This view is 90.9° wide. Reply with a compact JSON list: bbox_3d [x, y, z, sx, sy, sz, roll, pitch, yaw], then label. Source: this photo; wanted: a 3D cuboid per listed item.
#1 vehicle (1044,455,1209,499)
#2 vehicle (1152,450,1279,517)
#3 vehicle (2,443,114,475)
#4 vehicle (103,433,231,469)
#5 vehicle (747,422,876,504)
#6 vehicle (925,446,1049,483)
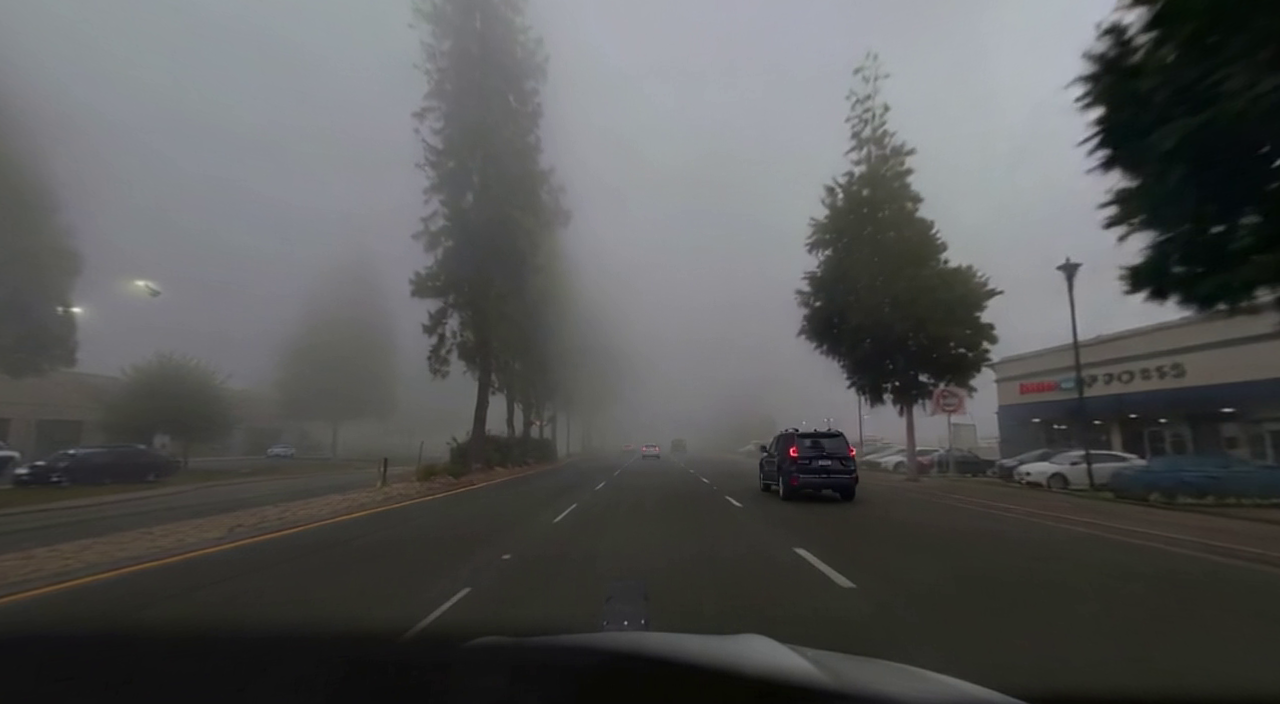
[{"bbox_3d":[17.731,4.557,23.135,4.370,1.488,1.970,0,-8,-1],"label":"vehicle"},{"bbox_3d":[17.646,3.666,17.820,4.433,1.729,2.033,-1,-8,3],"label":"vehicle"},{"bbox_3d":[-31.114,5.713,33.869,1.886,1.606,4.230,0,-8,1],"label":"vehicle"},{"bbox_3d":[-28.268,5.960,38.098,2.344,1.946,6.771,-1,-8,2],"label":"vehicle"},{"bbox_3d":[4.106,2.735,15.971,2.024,1.773,4.431,0,-8,0],"label":"vehicle"},{"bbox_3d":[17.790,5.759,32.552,5.012,1.813,2.291,0,-8,-1],"label":"vehicle"}]
